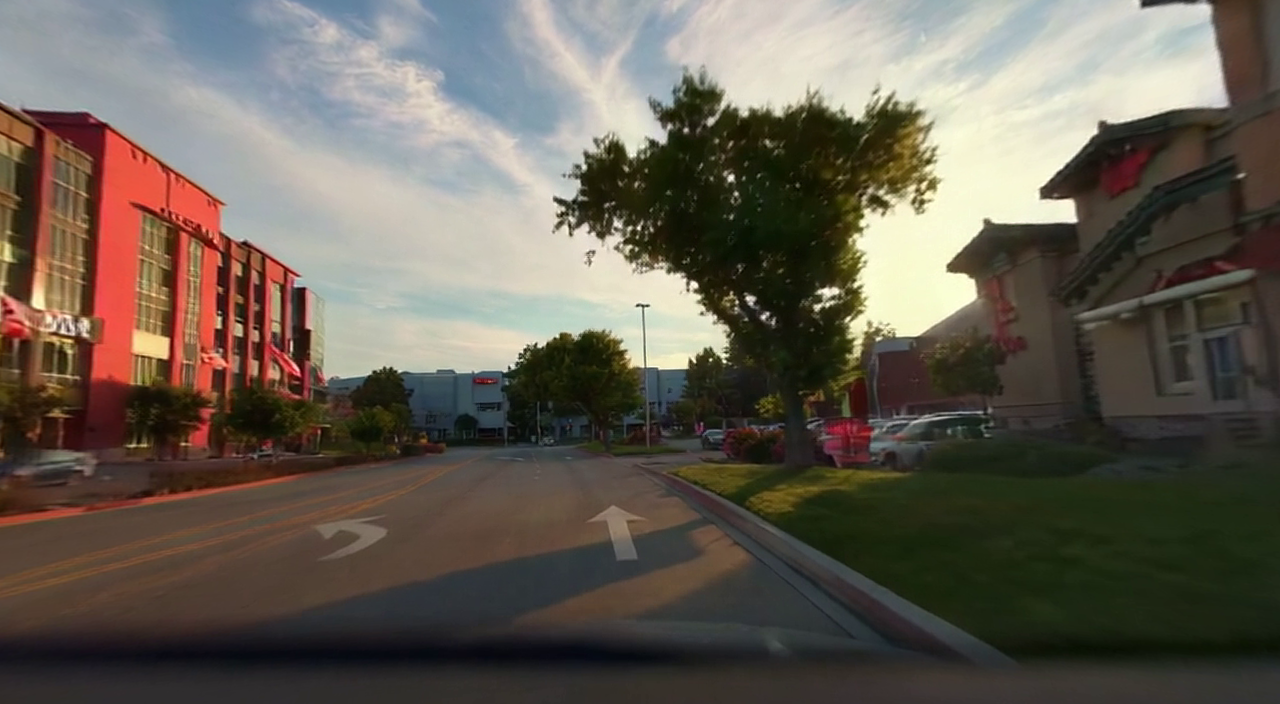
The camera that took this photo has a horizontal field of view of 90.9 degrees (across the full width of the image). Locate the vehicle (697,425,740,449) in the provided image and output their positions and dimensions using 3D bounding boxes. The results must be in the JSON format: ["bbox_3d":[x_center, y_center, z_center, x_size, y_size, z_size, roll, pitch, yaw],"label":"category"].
[{"bbox_3d":[5.288,5.791,42.854,1.769,1.516,3.520,0,-8,-13],"label":"vehicle"}]
